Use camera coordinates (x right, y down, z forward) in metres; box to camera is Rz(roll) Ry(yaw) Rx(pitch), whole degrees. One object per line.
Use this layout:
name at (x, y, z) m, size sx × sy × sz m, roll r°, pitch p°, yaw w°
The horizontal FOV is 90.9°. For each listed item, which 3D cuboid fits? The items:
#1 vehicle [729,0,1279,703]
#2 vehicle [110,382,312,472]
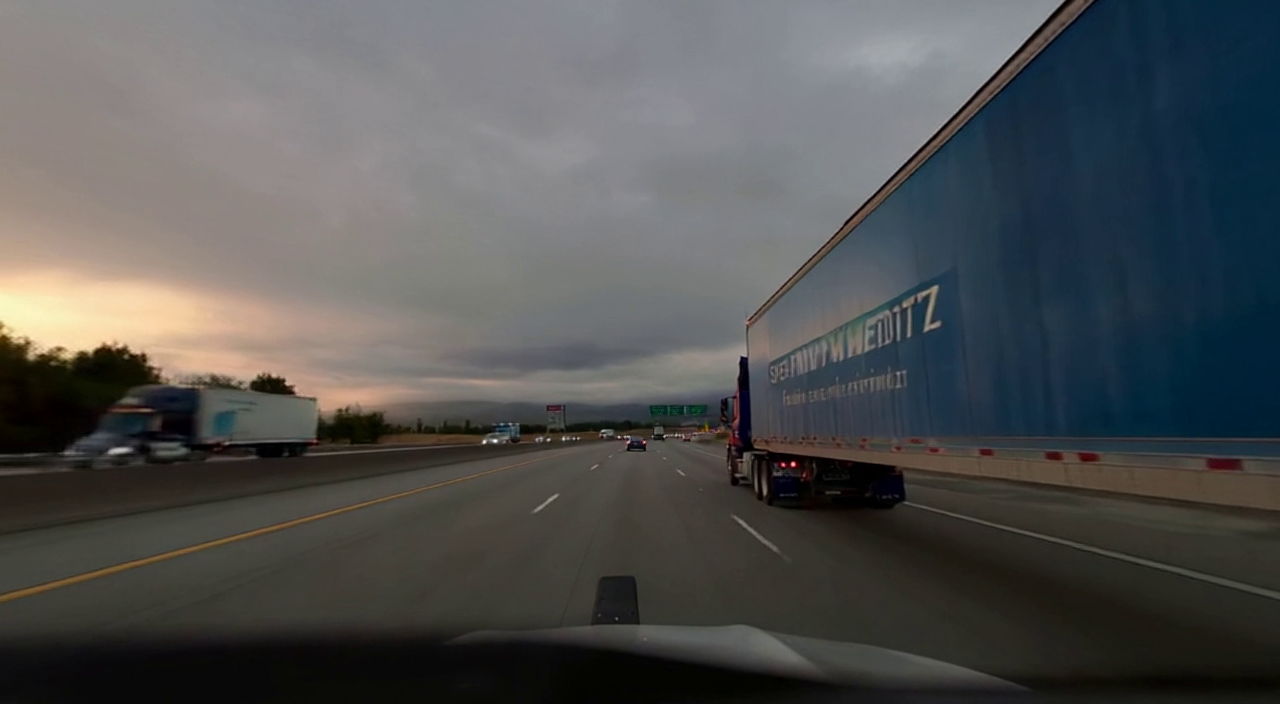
vehicle at (3.515, 0.005, 5.635) m, size 2.976 × 4.077 × 14.571 m, roll 0°, pitch -8°, yaw -1°
vehicle at (-22.263, 4.122, 34.062) m, size 2.957 × 4.062 × 11.203 m, roll 0°, pitch -8°, yaw 1°
